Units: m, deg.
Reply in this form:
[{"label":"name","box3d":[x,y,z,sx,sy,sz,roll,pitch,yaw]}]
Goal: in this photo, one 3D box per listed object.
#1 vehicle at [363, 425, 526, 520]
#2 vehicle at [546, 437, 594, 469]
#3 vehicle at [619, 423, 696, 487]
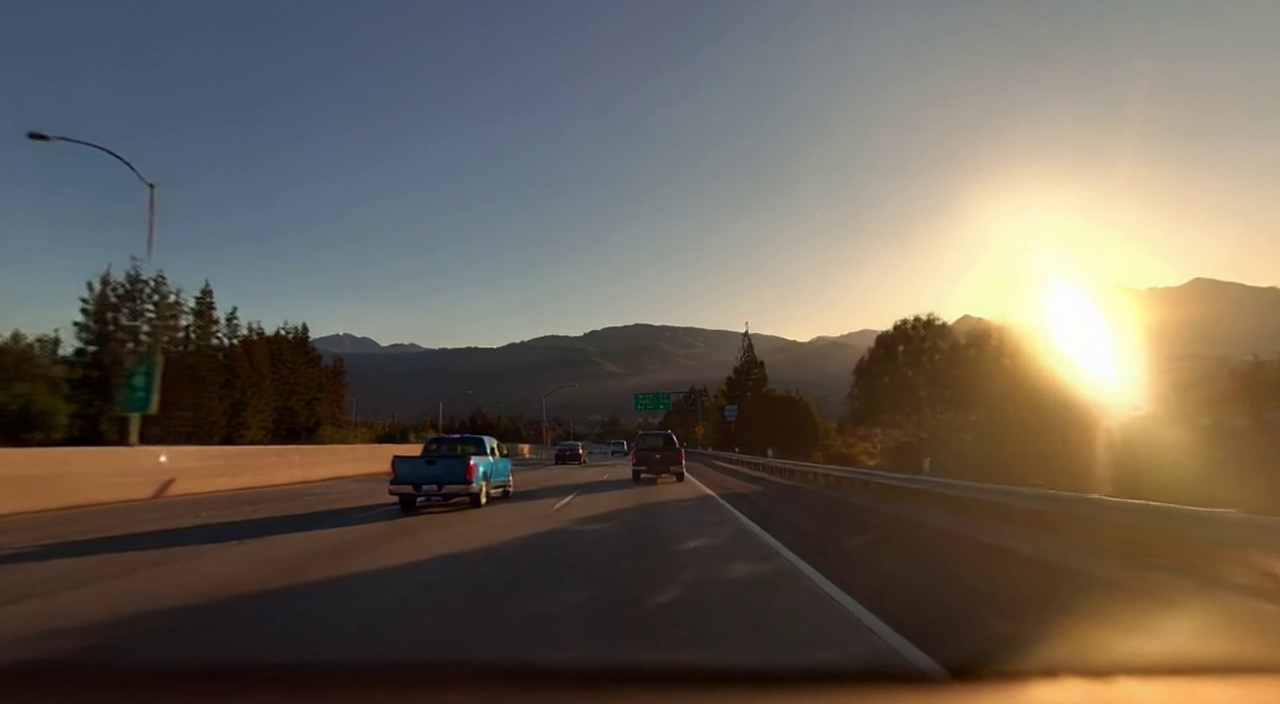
[{"label":"vehicle","box3d":[-3.725,2.370,12.886,1.959,1.604,4.065,0,-8,1]},{"label":"vehicle","box3d":[-3.778,5.529,34.757,2.106,1.651,4.040,-1,-8,1]},{"label":"vehicle","box3d":[0.553,3.405,21.070,2.229,1.837,5.387,-1,-8,1]}]
